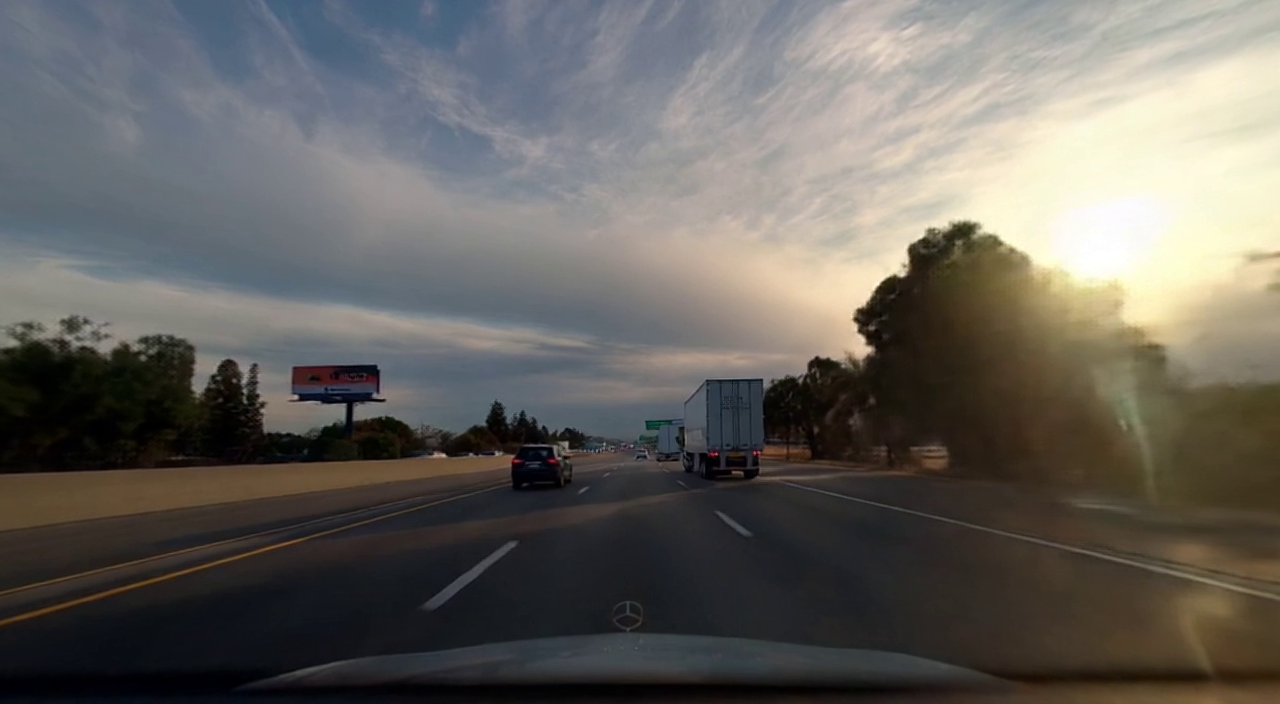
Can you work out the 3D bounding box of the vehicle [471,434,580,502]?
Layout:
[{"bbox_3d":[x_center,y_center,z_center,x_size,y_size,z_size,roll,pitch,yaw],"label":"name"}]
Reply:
[{"bbox_3d":[-3.299,3.469,19.320,2.291,1.788,4.825,0,-9,1],"label":"vehicle"}]

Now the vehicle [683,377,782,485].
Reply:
[{"bbox_3d":[4.161,4.214,32.174,2.826,4.269,14.176,0,-9,0],"label":"vehicle"}]
